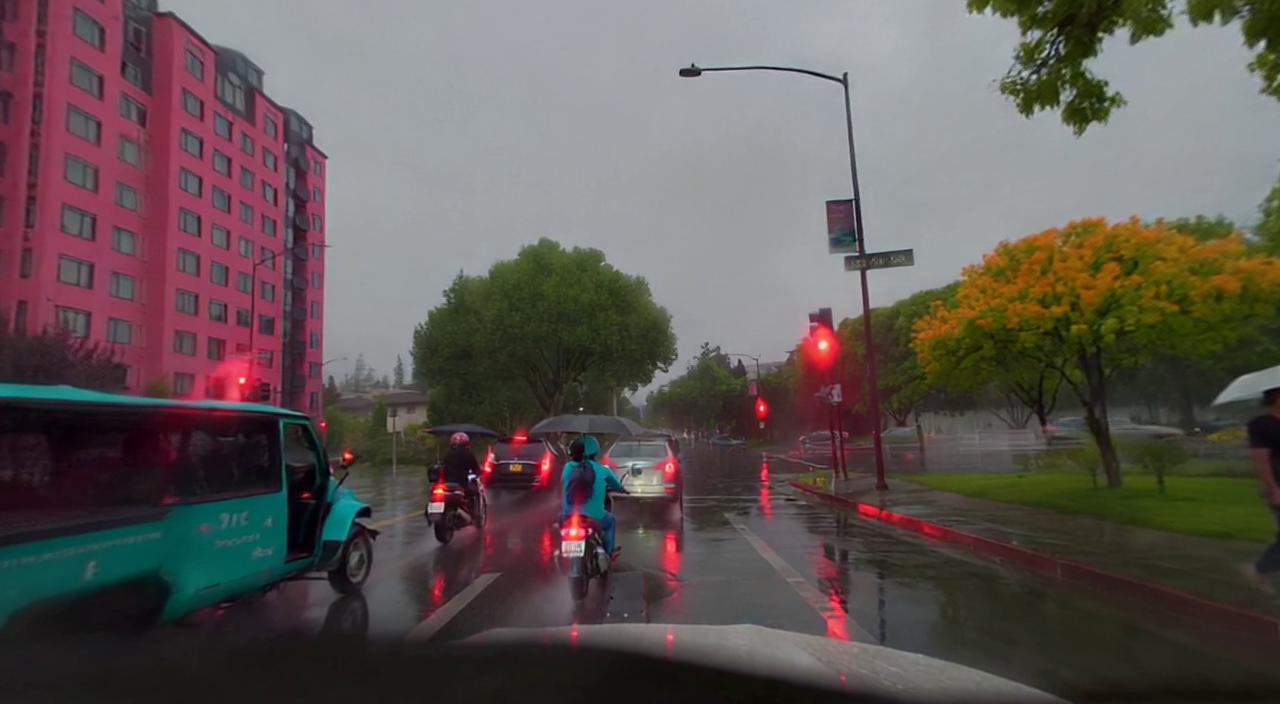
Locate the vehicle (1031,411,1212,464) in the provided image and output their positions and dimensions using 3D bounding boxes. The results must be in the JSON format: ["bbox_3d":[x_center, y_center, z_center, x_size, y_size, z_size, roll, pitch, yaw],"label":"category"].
[{"bbox_3d":[18.352,3.347,24.342,5.226,1.840,2.016,-7,-11,37],"label":"vehicle"}]

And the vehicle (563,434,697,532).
[{"bbox_3d":[-0.120,2.295,11.615,2.025,1.458,4.085,-1,-9,1],"label":"vehicle"}]

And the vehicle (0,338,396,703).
[{"bbox_3d":[-3.598,1.098,4.137,2.000,1.809,4.855,0,-9,0],"label":"vehicle"}]

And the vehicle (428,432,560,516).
[{"bbox_3d":[-3.126,2.703,14.431,1.935,1.615,4.073,-1,-9,2],"label":"vehicle"}]
